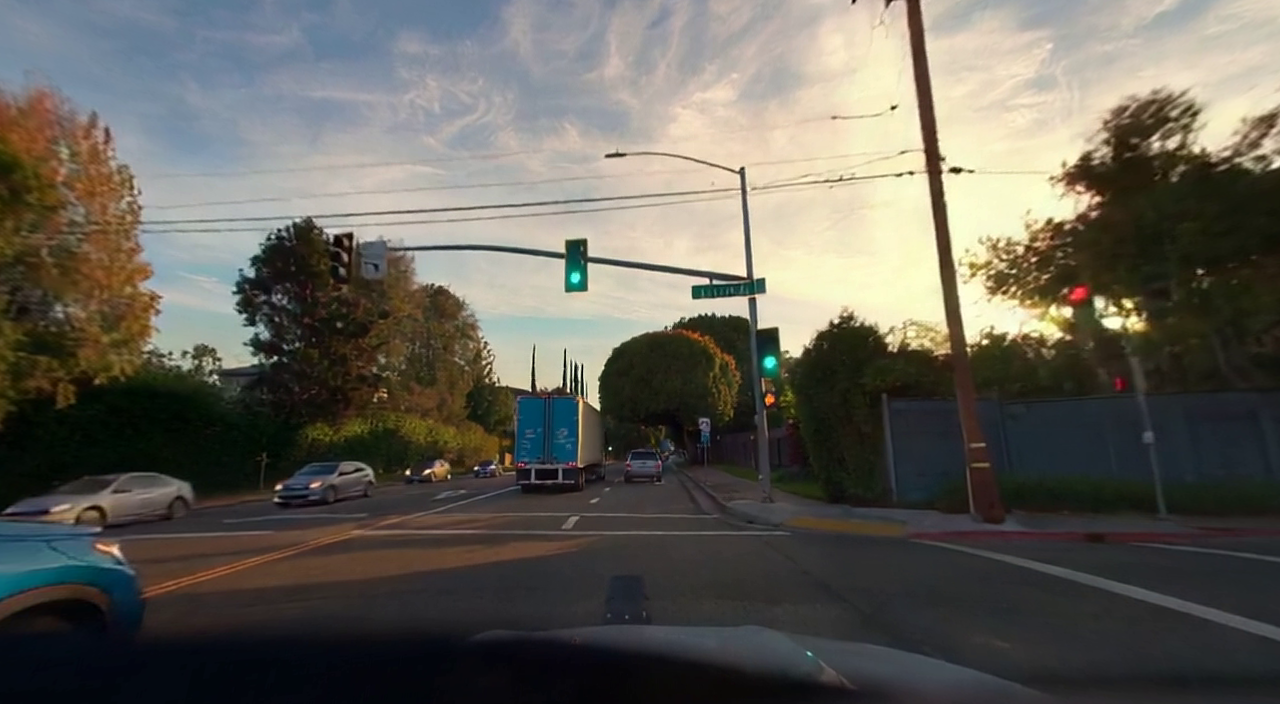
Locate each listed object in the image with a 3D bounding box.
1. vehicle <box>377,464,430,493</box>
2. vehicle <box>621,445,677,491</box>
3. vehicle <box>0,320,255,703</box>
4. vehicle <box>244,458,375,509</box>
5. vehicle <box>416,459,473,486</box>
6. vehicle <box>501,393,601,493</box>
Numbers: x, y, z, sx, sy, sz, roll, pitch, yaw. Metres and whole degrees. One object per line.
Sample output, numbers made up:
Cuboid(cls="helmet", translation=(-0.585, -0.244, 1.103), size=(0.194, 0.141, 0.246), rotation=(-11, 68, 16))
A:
Cuboid(cls="vehicle", translation=(-17.339, 9.258, 46.425), size=(2.054, 1.935, 4.350), rotation=(0, -9, 1))
Cuboid(cls="vehicle", translation=(0.380, 4.812, 26.425), size=(2.174, 1.749, 4.113), rotation=(0, -9, 1))
Cuboid(cls="vehicle", translation=(-3.251, 0.667, 1.247), size=(2.093, 1.832, 4.508), rotation=(0, -9, 0))
Cuboid(cls="vehicle", translation=(-12.001, 4.775, 23.357), size=(2.290, 1.644, 4.553), rotation=(0, -9, 1))
Cuboid(cls="vehicle", translation=(-12.020, 7.442, 39.128), size=(2.055, 1.489, 4.425), rotation=(0, -9, 1))
Cuboid(cls="vehicle", translation=(-3.544, 4.063, 27.822), size=(2.928, 3.658, 8.980), rotation=(0, -9, 1))
